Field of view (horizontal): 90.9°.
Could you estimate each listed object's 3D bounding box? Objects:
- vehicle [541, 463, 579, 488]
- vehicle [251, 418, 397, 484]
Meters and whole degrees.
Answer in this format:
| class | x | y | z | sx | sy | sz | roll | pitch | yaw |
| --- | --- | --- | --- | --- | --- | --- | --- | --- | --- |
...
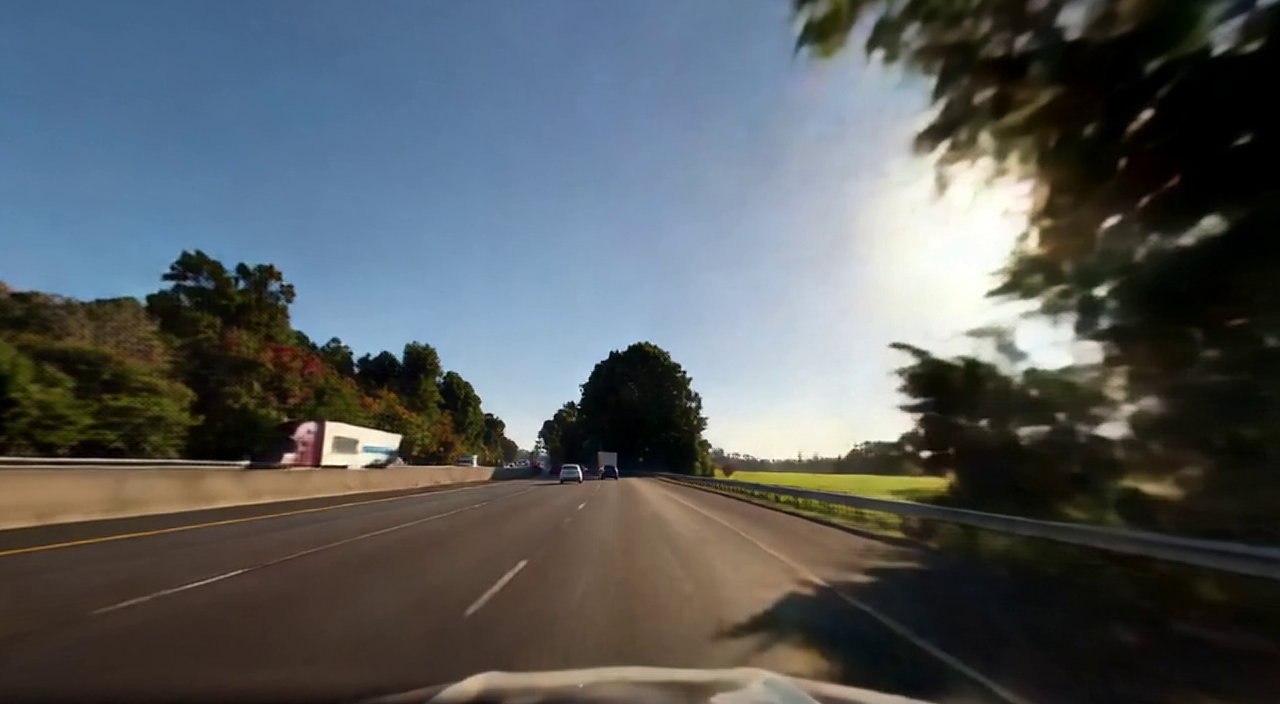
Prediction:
| class | x | y | z | sx | sy | sz | roll | pitch | yaw |
| --- | --- | --- | --- | --- | --- | --- | --- | --- | --- |
| vehicle | -5.383 | 8.406 | 42.974 | 2.115 | 1.546 | 4.638 | 1 | -10 | -2 |
| vehicle | -22.514 | 7.549 | 46.790 | 2.868 | 3.983 | 16.567 | 1 | -10 | -2 |
